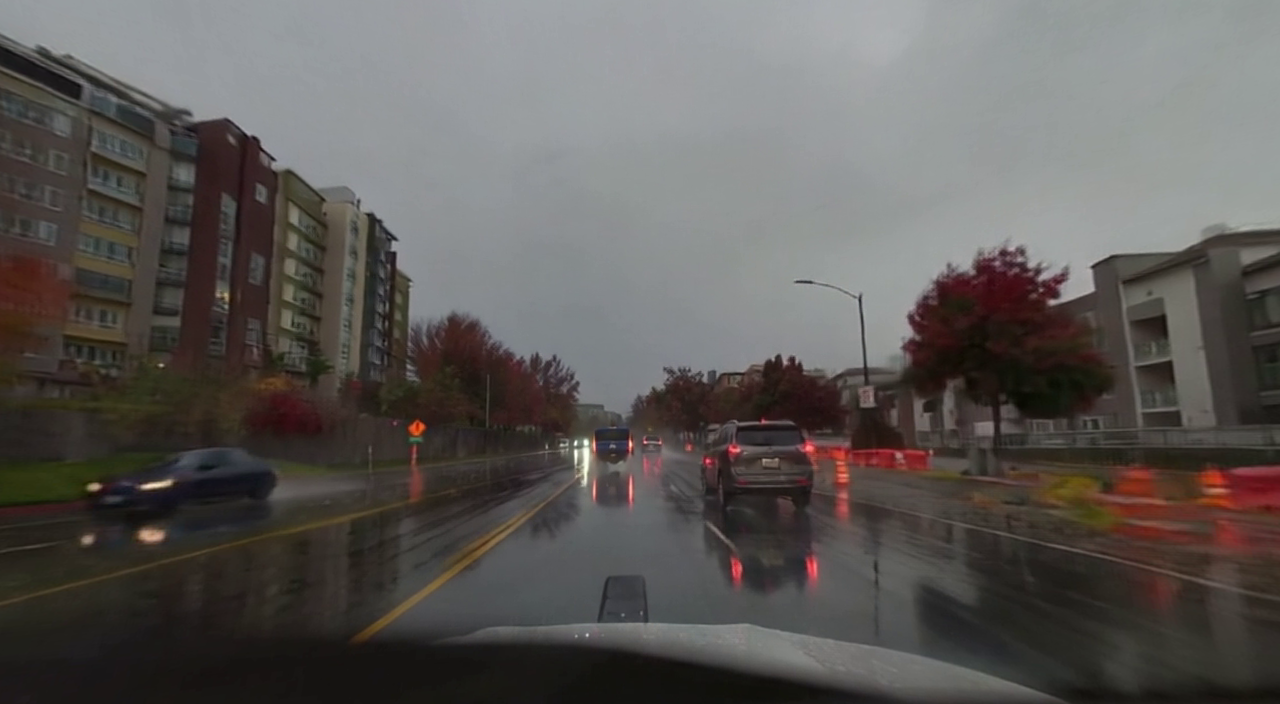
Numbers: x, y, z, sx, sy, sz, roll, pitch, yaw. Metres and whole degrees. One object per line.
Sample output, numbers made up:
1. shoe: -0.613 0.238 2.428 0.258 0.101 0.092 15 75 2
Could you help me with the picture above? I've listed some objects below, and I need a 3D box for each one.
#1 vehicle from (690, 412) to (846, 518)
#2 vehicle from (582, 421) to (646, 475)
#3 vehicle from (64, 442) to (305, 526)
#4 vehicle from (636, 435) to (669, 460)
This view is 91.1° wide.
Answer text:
1. vehicle: 2.444 2.369 13.744 2.120 1.828 5.531 0 -8 -2
2. vehicle: -1.243 4.632 30.475 2.762 2.309 6.723 0 -8 -2
3. vehicle: -9.515 2.745 13.694 1.997 1.512 4.322 0 -8 0
4. vehicle: 0.895 7.555 49.600 2.187 1.835 5.471 0 -8 -3
